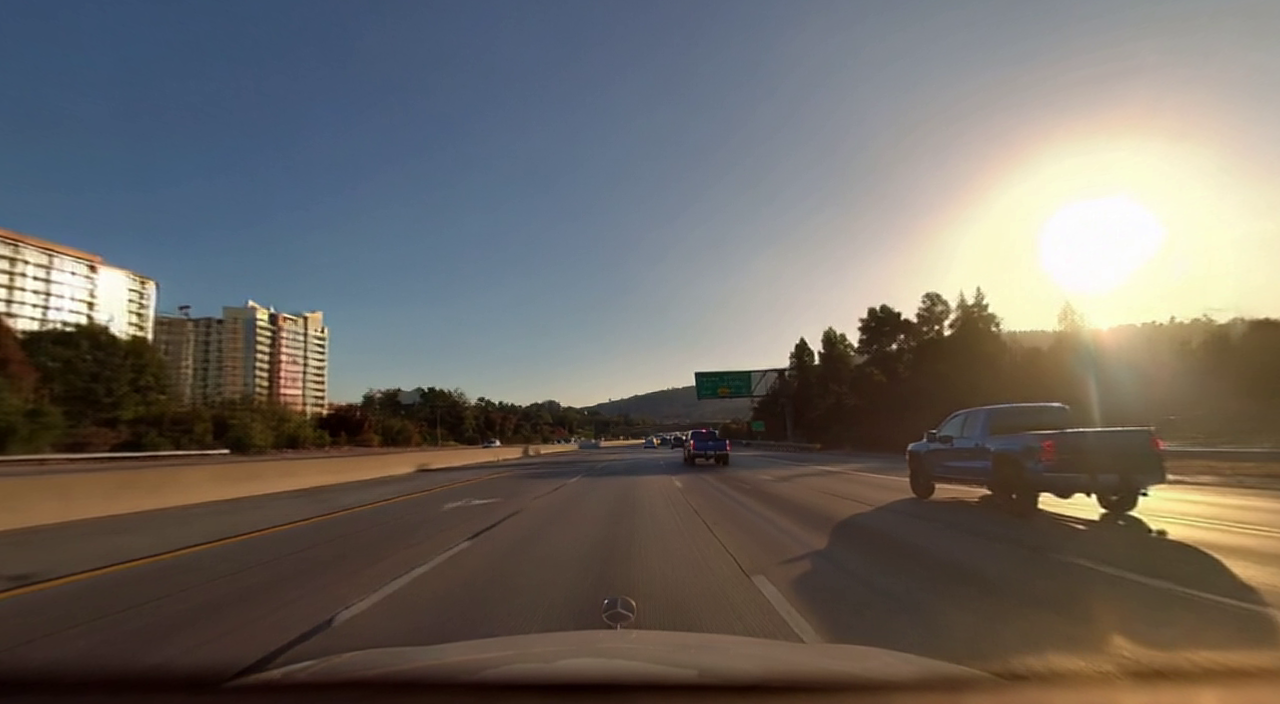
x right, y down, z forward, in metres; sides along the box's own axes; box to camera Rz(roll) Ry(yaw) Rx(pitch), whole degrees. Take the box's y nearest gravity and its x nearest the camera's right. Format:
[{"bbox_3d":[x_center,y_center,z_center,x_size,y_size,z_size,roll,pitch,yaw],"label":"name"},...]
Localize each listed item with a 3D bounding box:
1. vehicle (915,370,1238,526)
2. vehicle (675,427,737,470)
[{"bbox_3d":[7.580,1.798,12.002,2.158,2.268,5.396,0,-9,-1],"label":"vehicle"},{"bbox_3d":[3.217,4.868,31.954,2.462,1.984,4.718,0,-8,-2],"label":"vehicle"}]
